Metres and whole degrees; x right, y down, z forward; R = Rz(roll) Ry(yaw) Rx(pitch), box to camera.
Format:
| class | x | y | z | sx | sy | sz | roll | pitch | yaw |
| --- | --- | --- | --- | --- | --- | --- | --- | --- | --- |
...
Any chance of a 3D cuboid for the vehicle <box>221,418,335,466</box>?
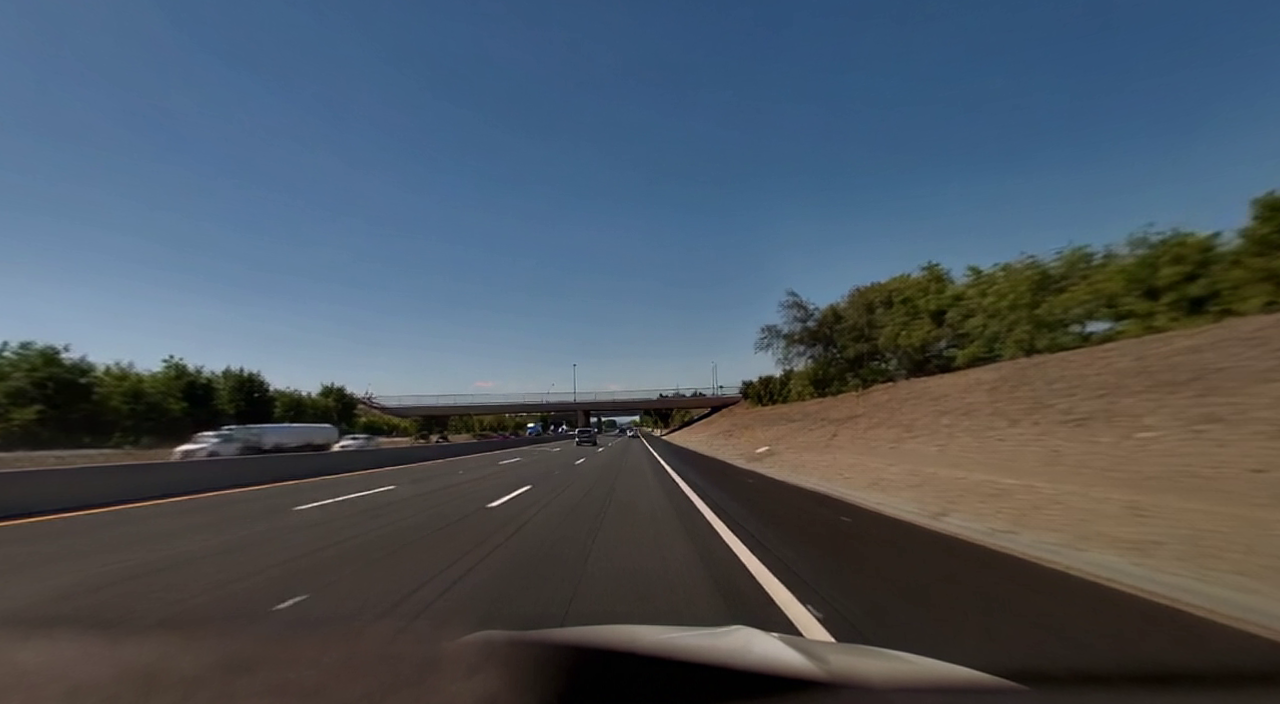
| class | x | y | z | sx | sy | sz | roll | pitch | yaw |
| --- | --- | --- | --- | --- | --- | --- | --- | --- | --- |
| vehicle | -24.728 | 6.236 | 43.631 | 2.801 | 2.969 | 8.618 | 0 | -8 | -1 |

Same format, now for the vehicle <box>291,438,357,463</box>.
| class | x | y | z | sx | sy | sz | roll | pitch | yaw |
| --- | --- | --- | --- | --- | --- | --- | --- | --- | --- |
| vehicle | -20.346 | 6.321 | 40.698 | 1.885 | 1.493 | 4.479 | 0 | -8 | 0 |

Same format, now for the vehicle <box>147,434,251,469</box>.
| class | x | y | z | sx | sy | sz | roll | pitch | yaw |
| --- | --- | --- | --- | --- | --- | --- | --- | --- | --- |
| vehicle | -24.554 | 5.520 | 35.315 | 2.084 | 1.814 | 5.135 | 0 | -8 | 0 |
